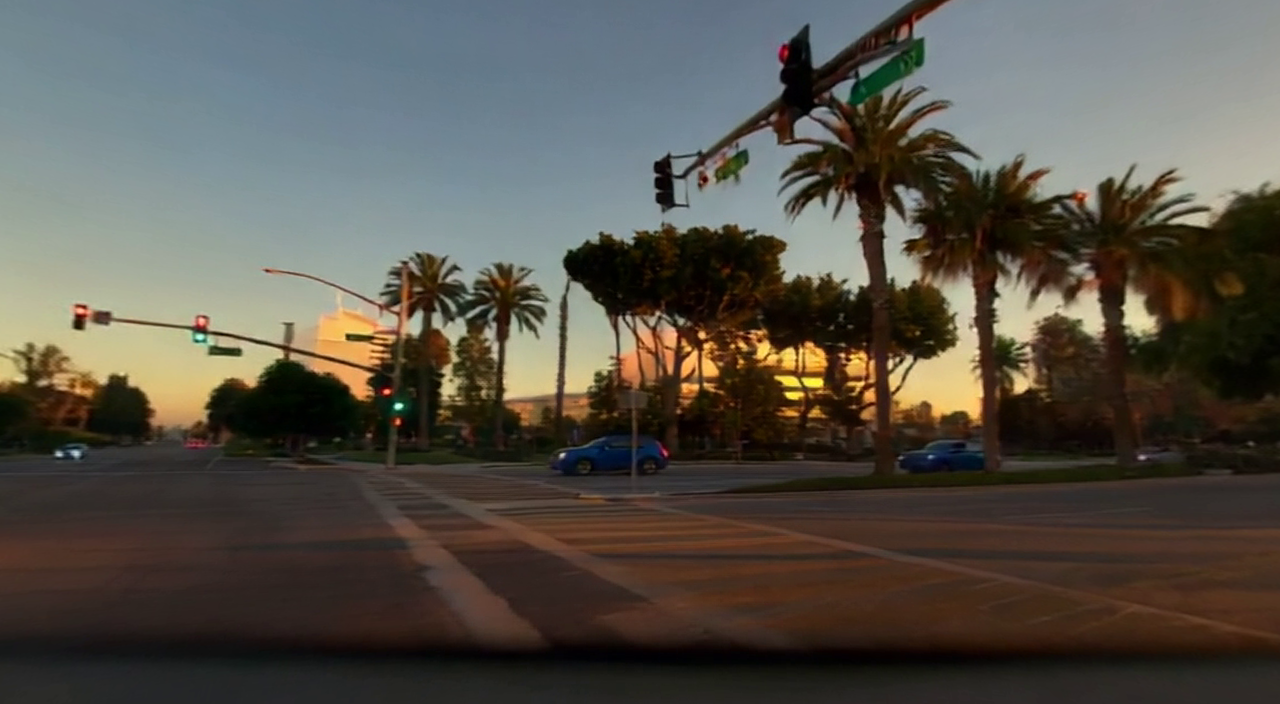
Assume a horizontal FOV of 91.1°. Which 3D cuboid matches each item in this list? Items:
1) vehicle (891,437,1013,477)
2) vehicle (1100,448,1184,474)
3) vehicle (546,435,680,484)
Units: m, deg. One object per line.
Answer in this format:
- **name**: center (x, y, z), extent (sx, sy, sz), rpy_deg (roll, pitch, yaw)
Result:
- **vehicle**: center (16.120, 5.385, 32.441), extent (5.841, 1.890, 2.273), rpy_deg (4, -9, -23)
- **vehicle**: center (31.194, 6.750, 39.030), extent (4.763, 1.490, 1.915), rpy_deg (3, -9, -23)
- **vehicle**: center (-1.036, 4.150, 24.530), extent (4.820, 1.751, 2.050), rpy_deg (4, -9, -25)
